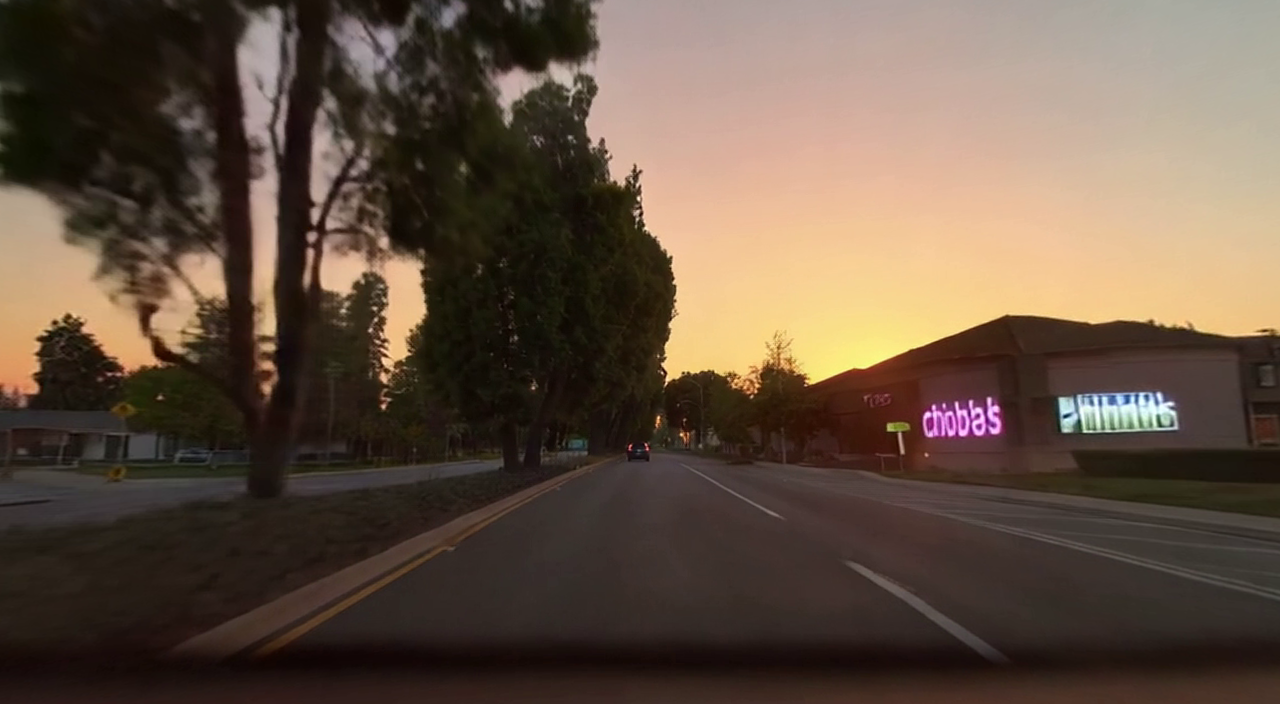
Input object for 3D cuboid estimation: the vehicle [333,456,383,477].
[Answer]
[{"bbox_3d":[-20.787,8.459,46.757,1.904,1.412,3.929,0,-9,0],"label":"vehicle"}]
